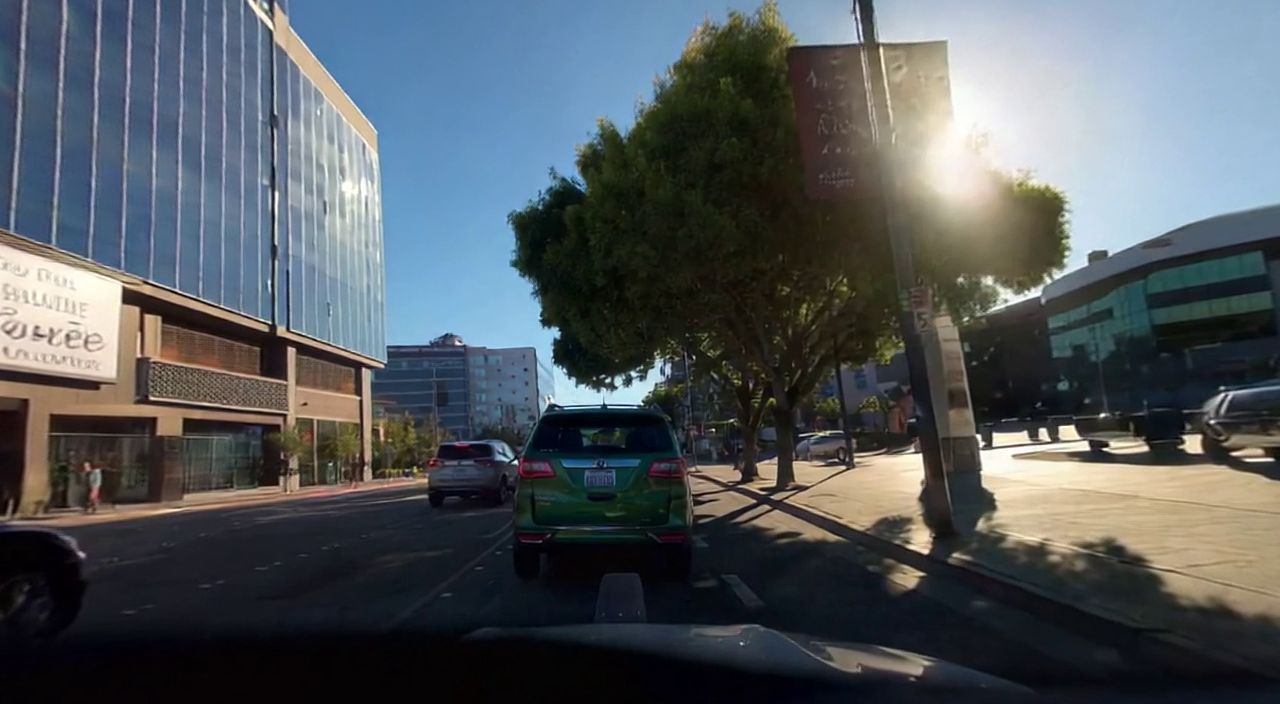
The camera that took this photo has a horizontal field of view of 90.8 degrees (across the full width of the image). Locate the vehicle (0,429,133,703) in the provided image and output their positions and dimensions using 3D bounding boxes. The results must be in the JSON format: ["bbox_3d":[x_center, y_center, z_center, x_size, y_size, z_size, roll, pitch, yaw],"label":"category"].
[{"bbox_3d":[-4.090,0.915,1.727,1.878,1.461,4.432,0,-9,-3],"label":"vehicle"}]

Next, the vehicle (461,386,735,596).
[{"bbox_3d":[-0.462,1.609,8.149,2.531,1.930,4.382,0,-8,-2],"label":"vehicle"}]

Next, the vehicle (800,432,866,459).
[{"bbox_3d":[10.827,5.232,35.323,1.877,1.416,3.965,-9,-12,43],"label":"vehicle"}]

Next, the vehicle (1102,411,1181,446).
[{"bbox_3d":[23.371,3.591,29.399,4.168,1.514,1.811,6,-11,-37],"label":"vehicle"}]

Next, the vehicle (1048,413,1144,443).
[{"bbox_3d":[24.511,4.103,34.014,3.826,1.544,1.754,0,-9,-5],"label":"vehicle"}]
